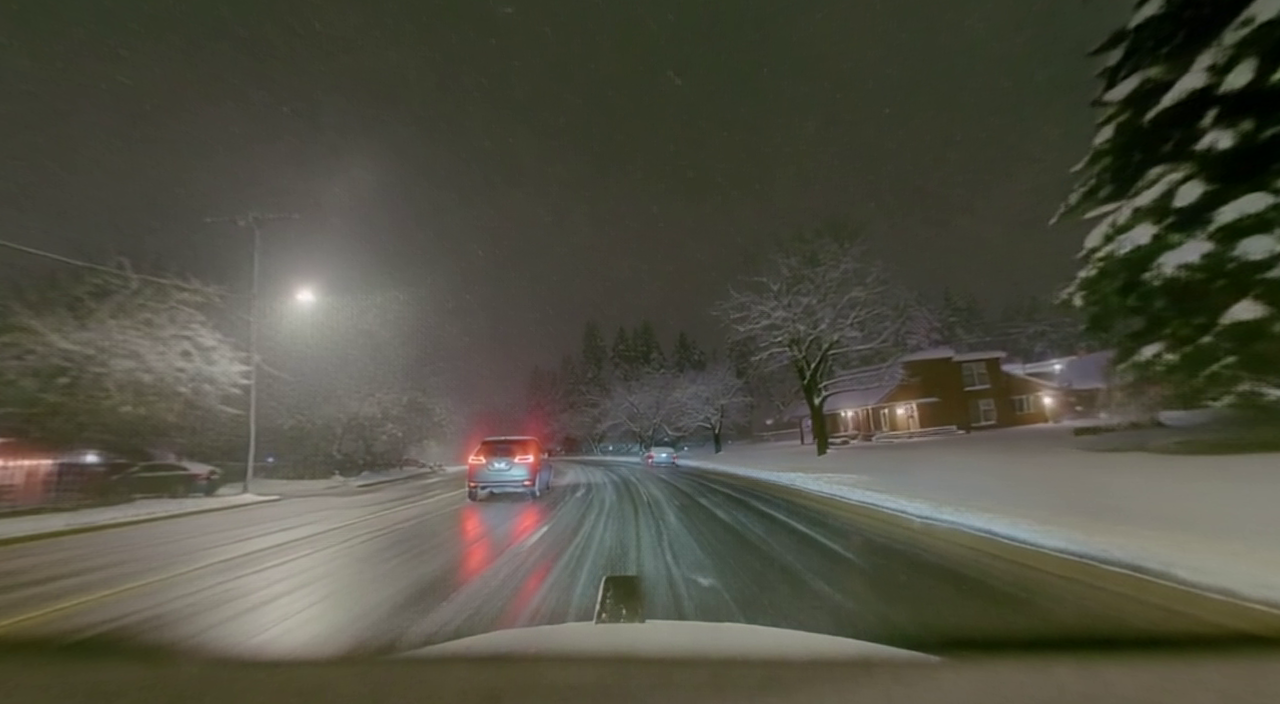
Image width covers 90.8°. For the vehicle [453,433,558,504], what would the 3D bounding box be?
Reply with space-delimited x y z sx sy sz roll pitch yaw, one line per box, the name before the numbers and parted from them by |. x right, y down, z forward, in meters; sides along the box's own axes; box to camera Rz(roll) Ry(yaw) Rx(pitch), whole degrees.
vehicle | -3.771 3.335 18.565 2.175 1.772 4.442 -1 -8 -1

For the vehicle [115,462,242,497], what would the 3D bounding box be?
vehicle | -22.016 6.065 30.283 4.525 1.455 1.821 0 -8 -5

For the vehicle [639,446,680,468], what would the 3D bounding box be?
vehicle | 1.336 7.475 45.242 1.928 1.447 4.386 1 -8 -12
